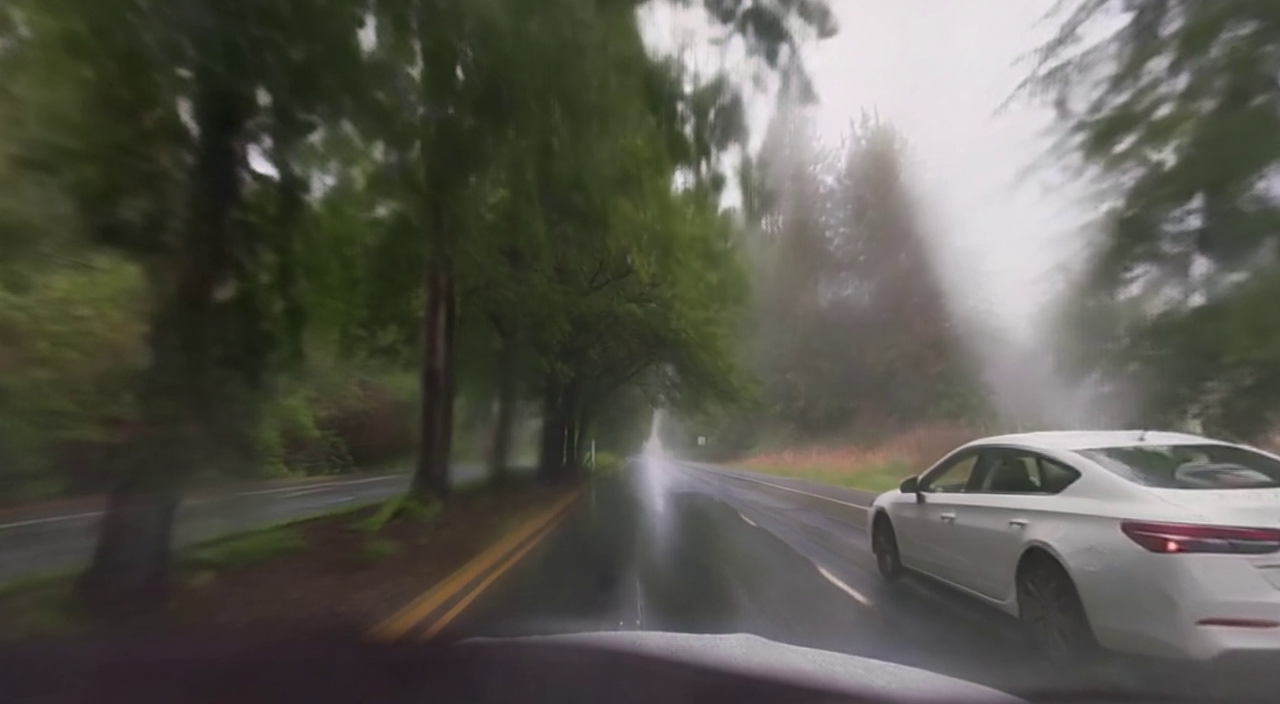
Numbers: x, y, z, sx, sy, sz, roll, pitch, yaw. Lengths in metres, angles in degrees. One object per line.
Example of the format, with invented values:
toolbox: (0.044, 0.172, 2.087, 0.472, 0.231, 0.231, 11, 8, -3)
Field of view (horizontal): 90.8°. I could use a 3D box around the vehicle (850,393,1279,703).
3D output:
vehicle: (3.577, 1.326, 5.275, 2.060, 1.584, 4.592, 0, -9, 0)
